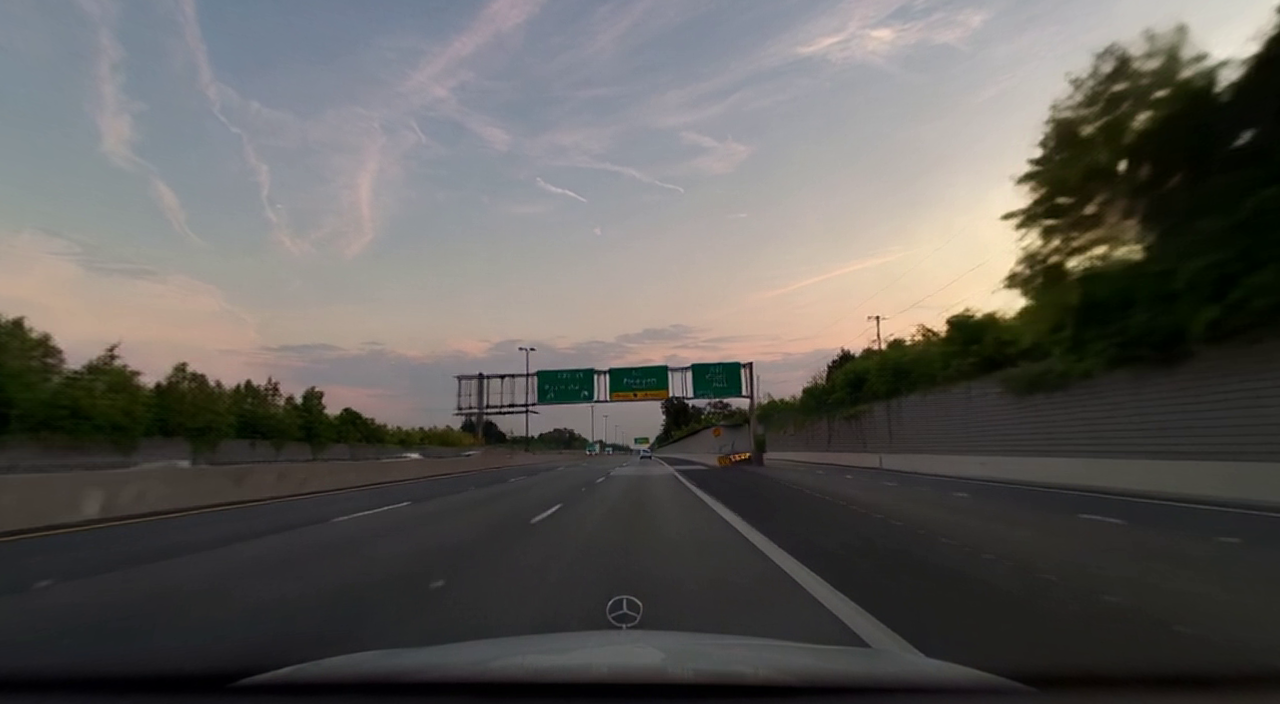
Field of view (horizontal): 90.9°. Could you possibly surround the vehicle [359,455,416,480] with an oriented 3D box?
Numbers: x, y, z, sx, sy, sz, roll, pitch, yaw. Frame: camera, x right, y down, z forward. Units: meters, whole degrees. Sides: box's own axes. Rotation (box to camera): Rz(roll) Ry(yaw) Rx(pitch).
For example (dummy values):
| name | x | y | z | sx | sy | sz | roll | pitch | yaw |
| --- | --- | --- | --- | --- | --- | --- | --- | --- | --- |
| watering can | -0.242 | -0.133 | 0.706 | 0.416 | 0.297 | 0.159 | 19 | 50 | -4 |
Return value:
| name | x | y | z | sx | sy | sz | roll | pitch | yaw |
| --- | --- | --- | --- | --- | --- | --- | --- | --- | --- |
| vehicle | -16.499 | 7.536 | 41.387 | 1.900 | 1.457 | 4.449 | -1 | -9 | 0 |
